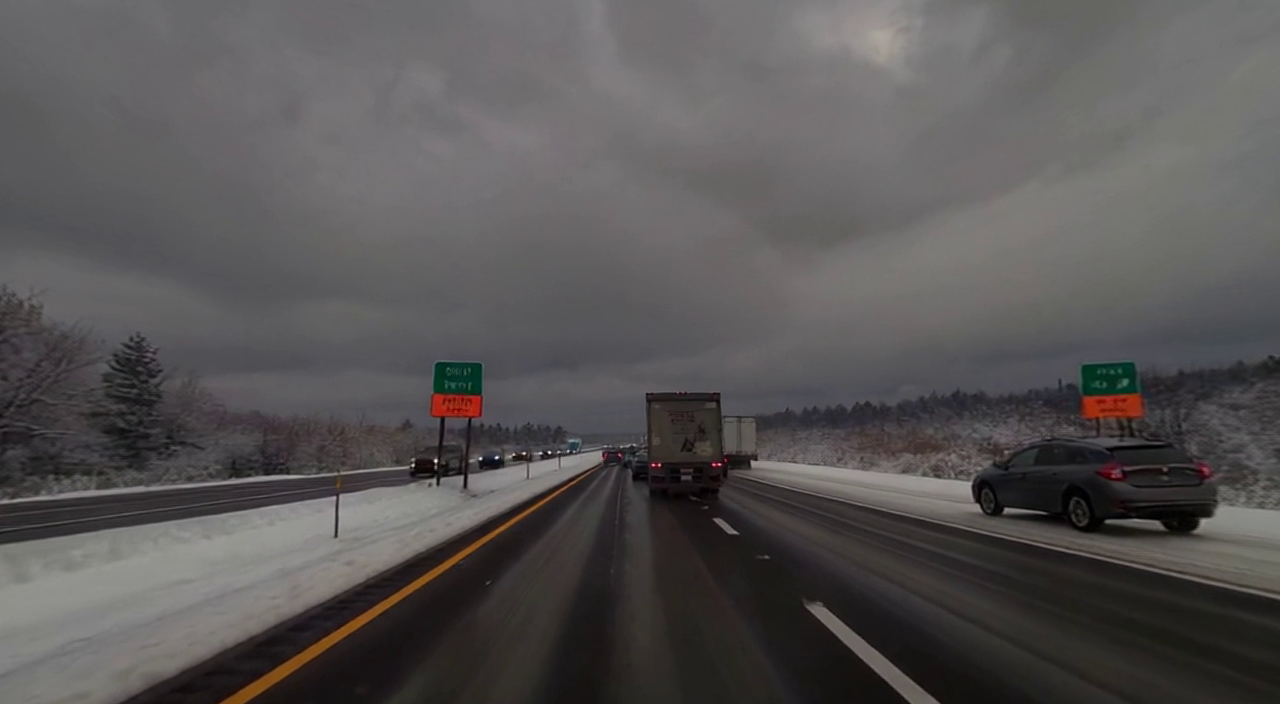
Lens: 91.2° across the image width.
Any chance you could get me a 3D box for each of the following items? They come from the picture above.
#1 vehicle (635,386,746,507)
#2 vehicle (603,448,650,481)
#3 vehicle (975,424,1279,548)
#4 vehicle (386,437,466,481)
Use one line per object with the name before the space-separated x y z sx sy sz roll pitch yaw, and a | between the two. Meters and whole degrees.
vehicle | 1.408 2.629 17.425 2.506 2.743 6.093 -1 -9 5
vehicle | -0.605 5.068 28.472 1.985 1.371 3.674 0 -9 -1
vehicle | 7.378 1.988 9.866 1.988 1.534 3.763 0 -9 -2
vehicle | -9.964 5.013 29.638 2.140 1.901 4.718 0 -9 -1
